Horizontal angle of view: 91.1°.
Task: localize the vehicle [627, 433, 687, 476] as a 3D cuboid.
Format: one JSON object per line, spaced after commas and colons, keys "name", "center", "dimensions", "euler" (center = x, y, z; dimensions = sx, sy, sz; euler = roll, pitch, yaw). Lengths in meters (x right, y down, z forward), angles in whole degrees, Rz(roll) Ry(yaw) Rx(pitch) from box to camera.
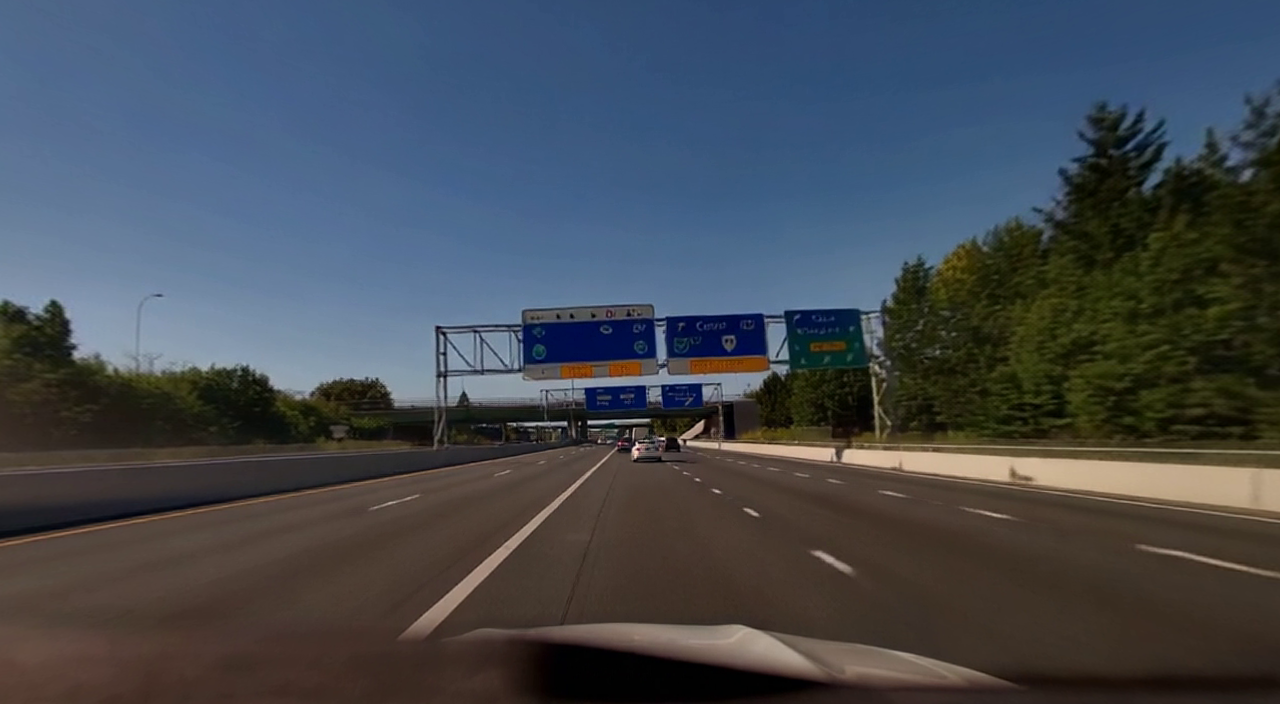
{"name": "vehicle", "center": [0.539, 3.837, 23.839], "dimensions": [2.046, 1.467, 3.844], "euler": [0, -8, -2]}
